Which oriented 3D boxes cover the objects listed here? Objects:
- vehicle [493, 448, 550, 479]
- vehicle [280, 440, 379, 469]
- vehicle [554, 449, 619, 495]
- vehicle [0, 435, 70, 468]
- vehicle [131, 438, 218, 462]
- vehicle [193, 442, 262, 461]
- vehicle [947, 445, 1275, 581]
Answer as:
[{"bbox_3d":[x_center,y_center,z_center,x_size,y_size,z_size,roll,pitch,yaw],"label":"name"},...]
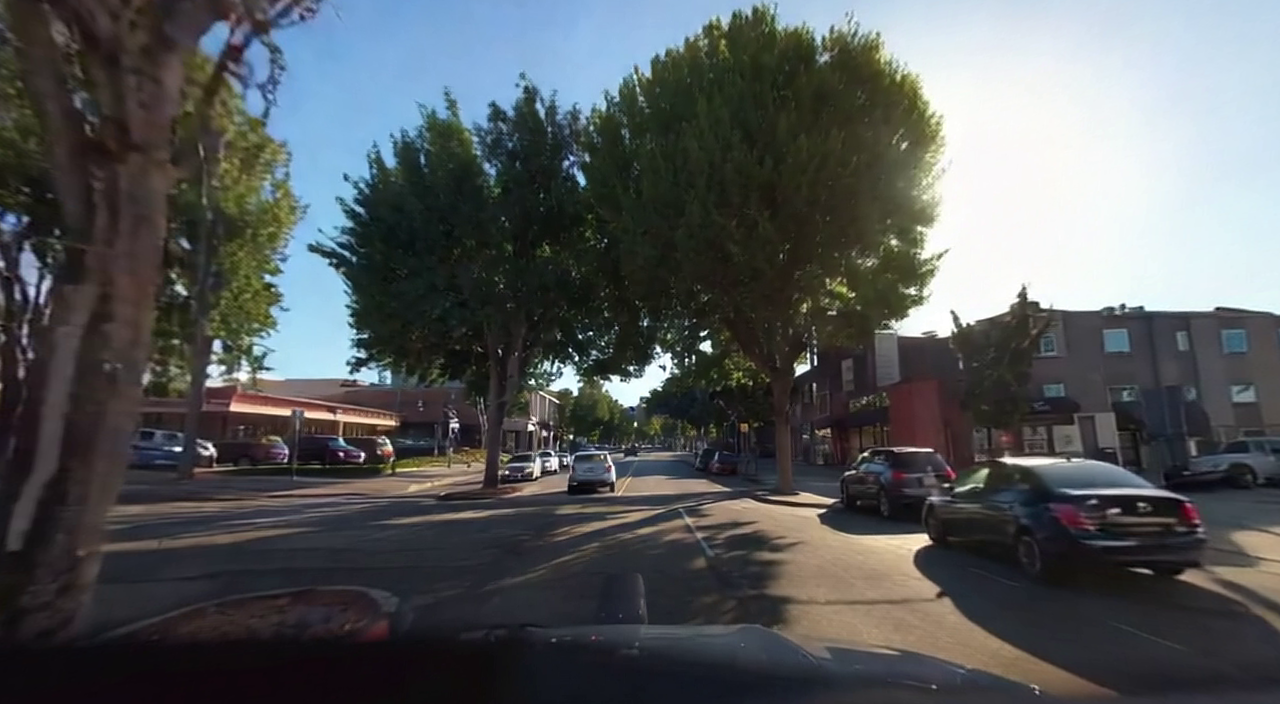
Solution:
[{"bbox_3d":[-6.240,5.923,33.860,2.049,1.490,4.501,0,-9,2],"label":"vehicle"},{"bbox_3d":[-18.553,6.158,37.958,4.892,1.679,1.927,1,-9,-7],"label":"vehicle"},{"bbox_3d":[-1.876,4.223,22.705,2.065,1.450,4.522,1,-9,-4],"label":"vehicle"},{"bbox_3d":[-31.971,5.068,32.247,3.915,1.574,1.850,0,-9,3],"label":"vehicle"},{"bbox_3d":[-32.131,6.775,43.674,4.410,1.611,1.880,0,-9,-2],"label":"vehicle"},{"bbox_3d":[-32.323,7.799,49.529,4.101,1.412,1.784,0,-9,-2],"label":"vehicle"},{"bbox_3d":[6.545,2.049,8.789,4.097,1.476,1.864,4,-9,-26],"label":"vehicle"}]
